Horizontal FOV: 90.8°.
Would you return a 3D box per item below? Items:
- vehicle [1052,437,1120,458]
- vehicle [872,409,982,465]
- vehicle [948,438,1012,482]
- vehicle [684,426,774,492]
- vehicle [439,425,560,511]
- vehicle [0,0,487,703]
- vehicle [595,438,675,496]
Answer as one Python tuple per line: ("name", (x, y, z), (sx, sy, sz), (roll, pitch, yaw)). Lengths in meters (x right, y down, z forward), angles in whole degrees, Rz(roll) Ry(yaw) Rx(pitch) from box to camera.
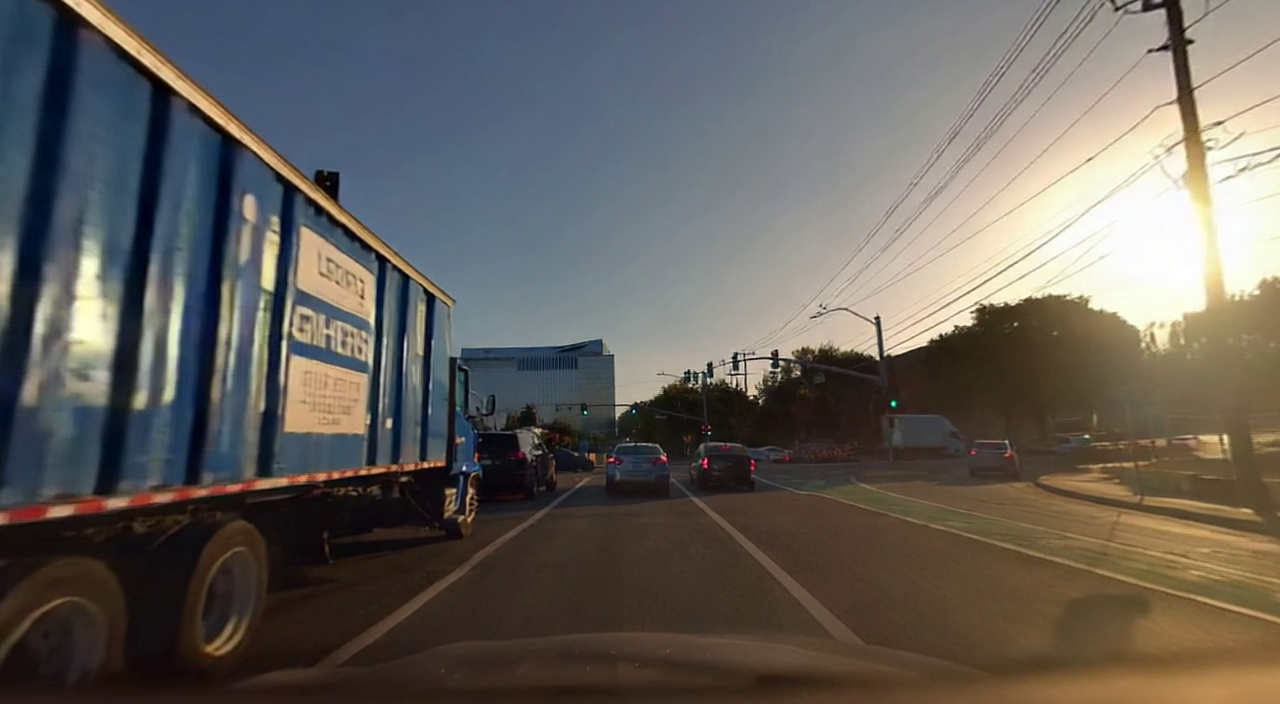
("vehicle", (35.021, 7.479, 49.545), (5.208, 1.624, 1.927), (4, -10, -25))
("vehicle", (19.135, 5.674, 42.101), (6.670, 3.450, 2.666), (3, -10, -24))
("vehicle", (14.429, 4.552, 26.940), (2.102, 1.662, 4.533), (-5, -10, 27))
("vehicle", (2.697, 3.404, 20.341), (2.086, 1.849, 4.607), (0, -9, -2))
("vehicle", (-3.298, 2.832, 15.845), (1.994, 1.806, 4.564), (0, -9, 0))
("vehicle", (-3.402, 0.293, 4.072), (2.889, 3.347, 8.285), (0, -9, -1))
("vehicle", (-0.184, 3.374, 18.846), (2.117, 1.499, 4.036), (0, -9, -1))
